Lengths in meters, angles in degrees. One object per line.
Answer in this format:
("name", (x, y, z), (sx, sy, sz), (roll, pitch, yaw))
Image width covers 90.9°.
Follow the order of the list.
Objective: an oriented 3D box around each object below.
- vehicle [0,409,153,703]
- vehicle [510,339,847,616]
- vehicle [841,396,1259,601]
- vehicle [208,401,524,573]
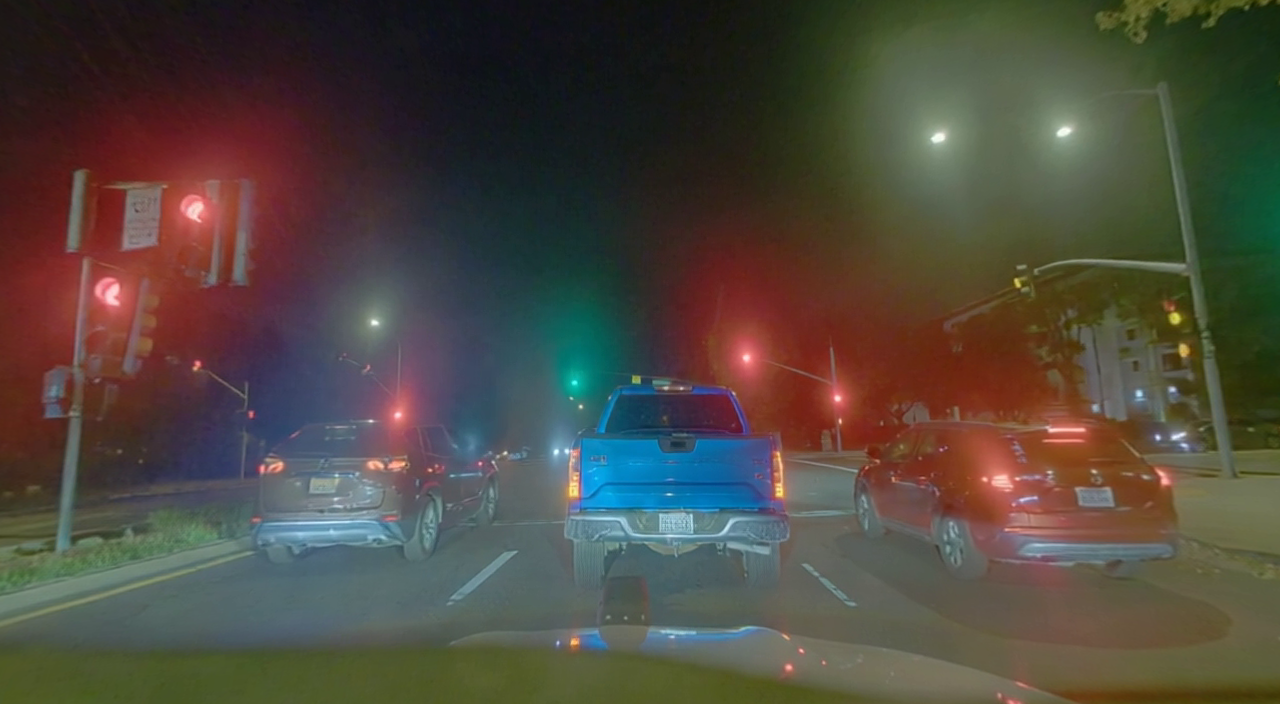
("vehicle", (-3.396, 0.710, 0.664), (1.998, 1.481, 4.656), (0, -8, 1))
("vehicle", (0.326, 1.282, 7.205), (2.505, 2.084, 4.768), (0, -8, 1))
("vehicle", (4.038, 1.509, 7.331), (1.984, 1.659, 4.226), (0, -8, 0))
("vehicle", (-3.270, 1.729, 8.891), (2.125, 1.739, 4.707), (0, -8, 3))
